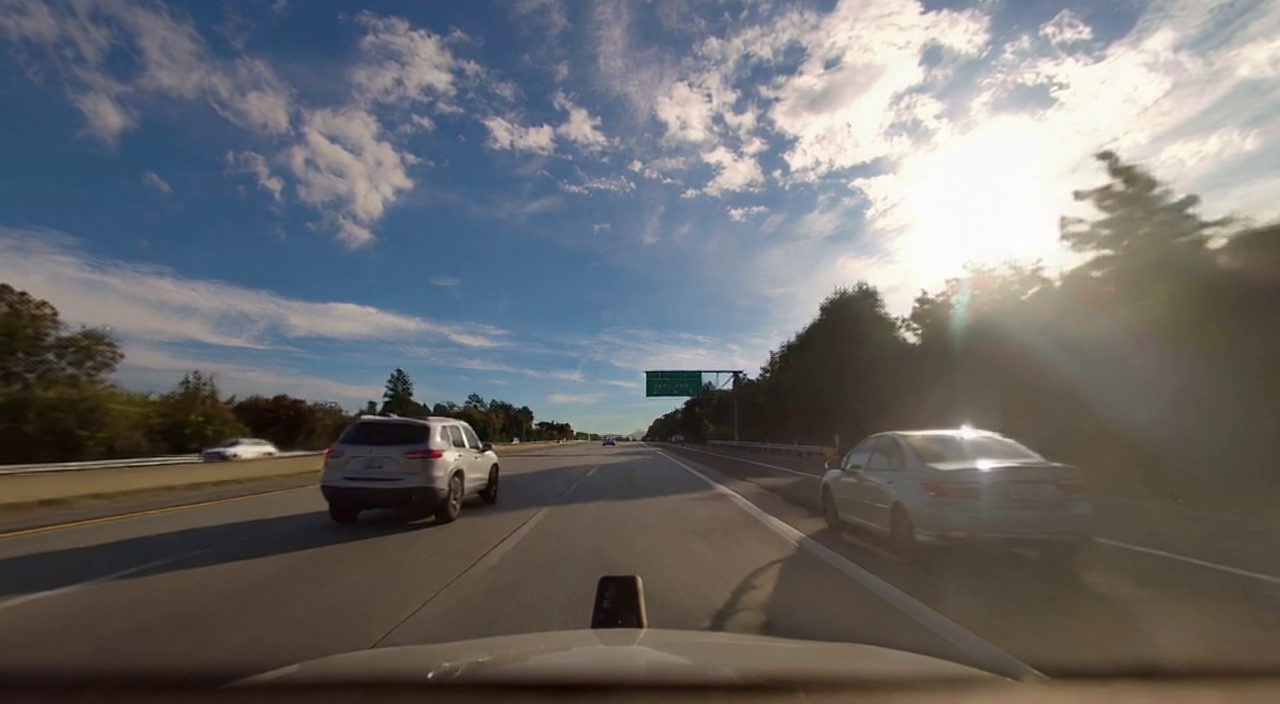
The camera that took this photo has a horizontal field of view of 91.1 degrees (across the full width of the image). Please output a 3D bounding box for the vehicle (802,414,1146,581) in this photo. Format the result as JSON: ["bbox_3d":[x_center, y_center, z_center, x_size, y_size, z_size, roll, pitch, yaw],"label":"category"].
[{"bbox_3d":[3.553,1.593,7.851,1.817,1.465,4.415,0,-8,-1],"label":"vehicle"}]

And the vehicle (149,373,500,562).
[{"bbox_3d":[-3.609,1.463,8.818,2.106,1.779,5.610,0,-8,-1],"label":"vehicle"}]
